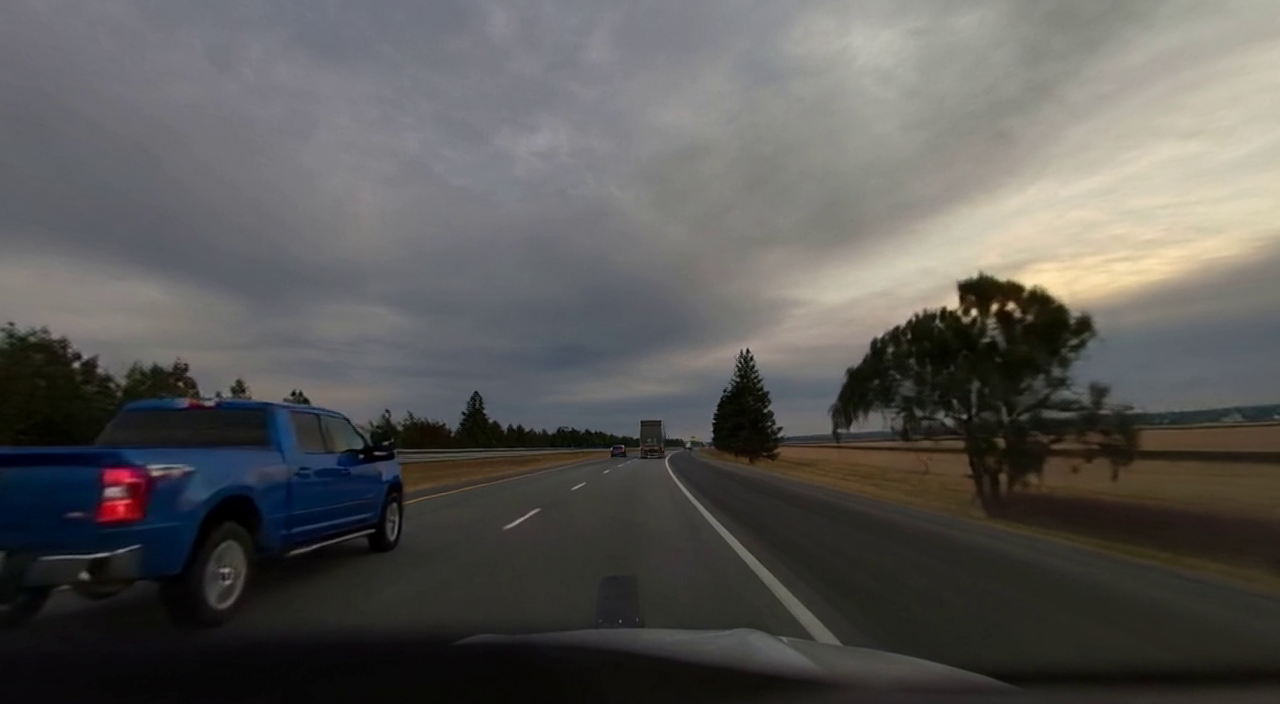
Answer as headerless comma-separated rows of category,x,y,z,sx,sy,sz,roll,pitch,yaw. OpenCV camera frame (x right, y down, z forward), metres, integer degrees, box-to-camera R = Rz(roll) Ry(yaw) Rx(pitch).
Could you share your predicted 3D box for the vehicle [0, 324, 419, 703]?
vehicle,-4.026,1.132,5.512,2.295,1.815,4.983,0,-9,1
